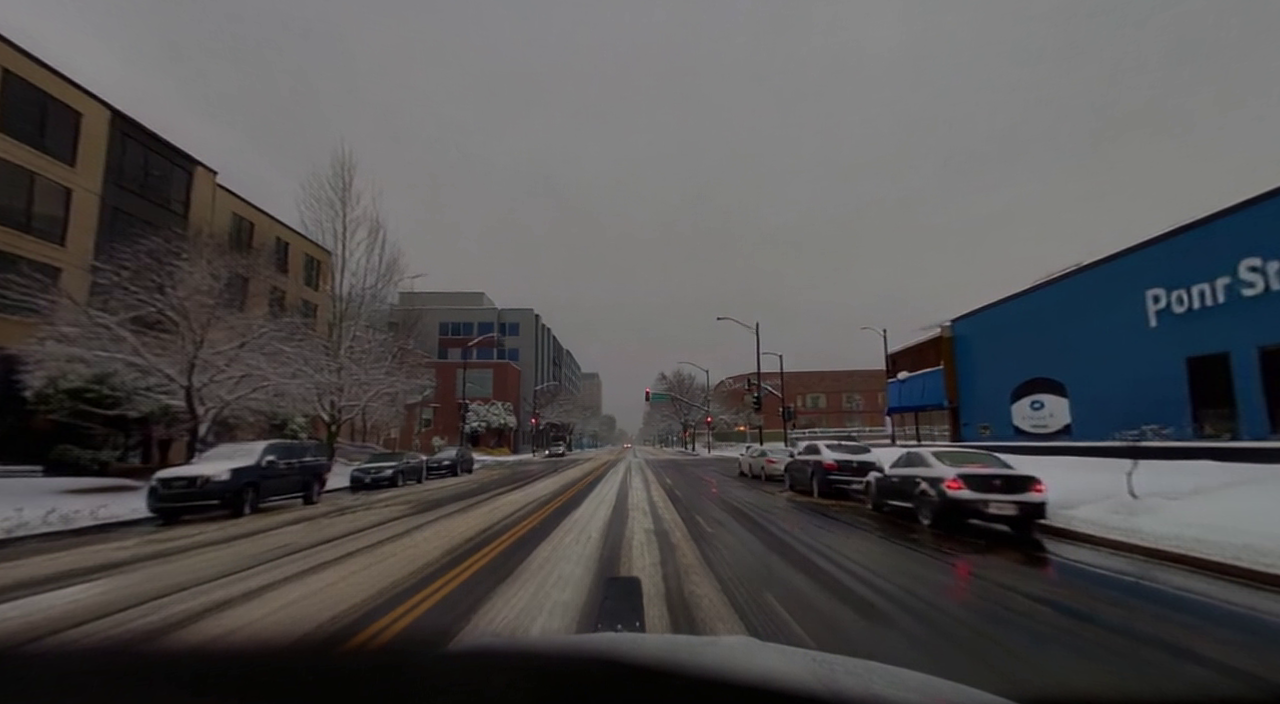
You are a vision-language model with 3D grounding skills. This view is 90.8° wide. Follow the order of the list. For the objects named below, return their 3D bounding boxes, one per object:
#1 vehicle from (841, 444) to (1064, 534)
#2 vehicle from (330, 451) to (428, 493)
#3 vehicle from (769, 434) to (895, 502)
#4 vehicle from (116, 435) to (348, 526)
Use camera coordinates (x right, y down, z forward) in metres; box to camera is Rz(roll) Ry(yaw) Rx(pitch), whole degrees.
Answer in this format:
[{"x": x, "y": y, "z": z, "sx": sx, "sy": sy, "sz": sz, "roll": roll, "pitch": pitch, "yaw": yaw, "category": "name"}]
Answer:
[{"x": 6.137, "y": 2.700, "z": 13.309, "sx": 2.038, "sy": 1.482, "sz": 4.994, "roll": 0, "pitch": -8, "yaw": -2, "category": "vehicle"}, {"x": -10.193, "y": 4.688, "z": 25.092, "sx": 1.953, "sy": 1.387, "sz": 4.529, "roll": 0, "pitch": -8, "yaw": 0, "category": "vehicle"}, {"x": 5.732, "y": 3.502, "z": 19.703, "sx": 2.227, "sy": 1.811, "sz": 5.172, "roll": 0, "pitch": -8, "yaw": -1, "category": "vehicle"}, {"x": -9.856, "y": 3.086, "z": 16.047, "sx": 2.228, "sy": 1.863, "sz": 5.407, "roll": -1, "pitch": -8, "yaw": 1, "category": "vehicle"}]
